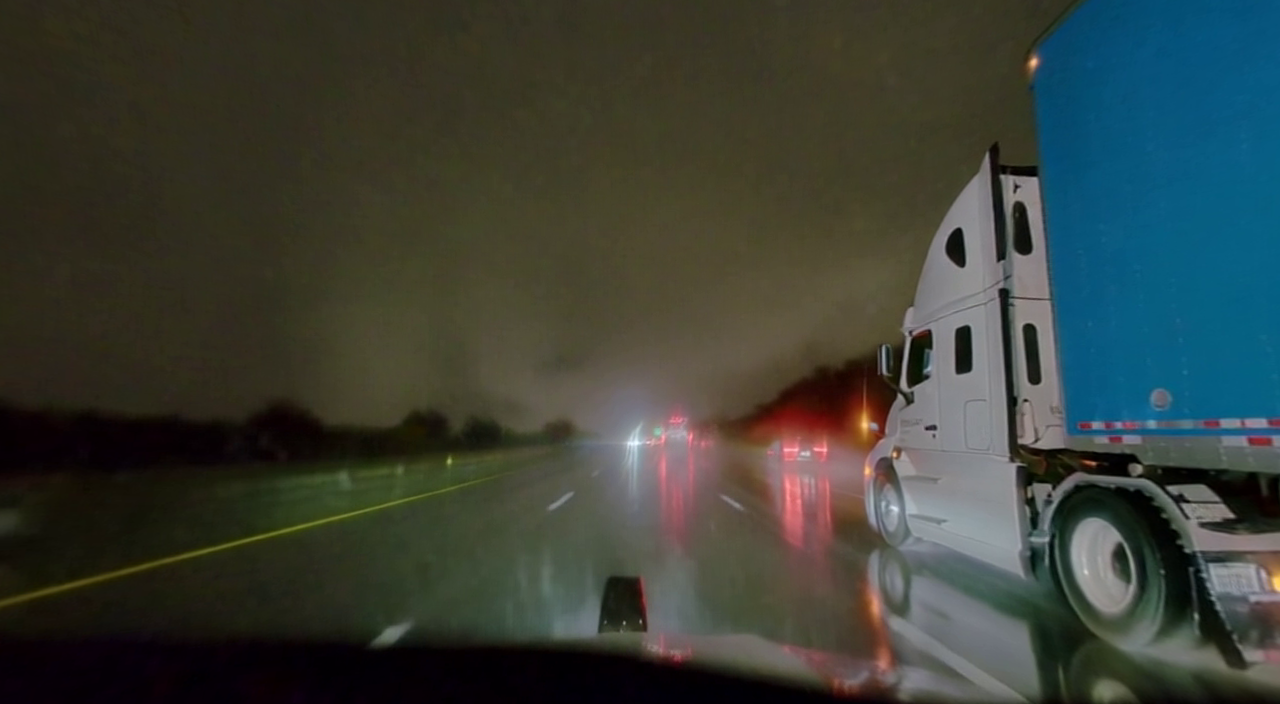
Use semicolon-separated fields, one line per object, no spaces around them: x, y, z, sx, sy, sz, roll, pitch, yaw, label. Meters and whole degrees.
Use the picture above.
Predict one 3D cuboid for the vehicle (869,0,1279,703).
3.925;-0.391;1.832;3.012;3.768;8.945;0;-8;-1;vehicle
